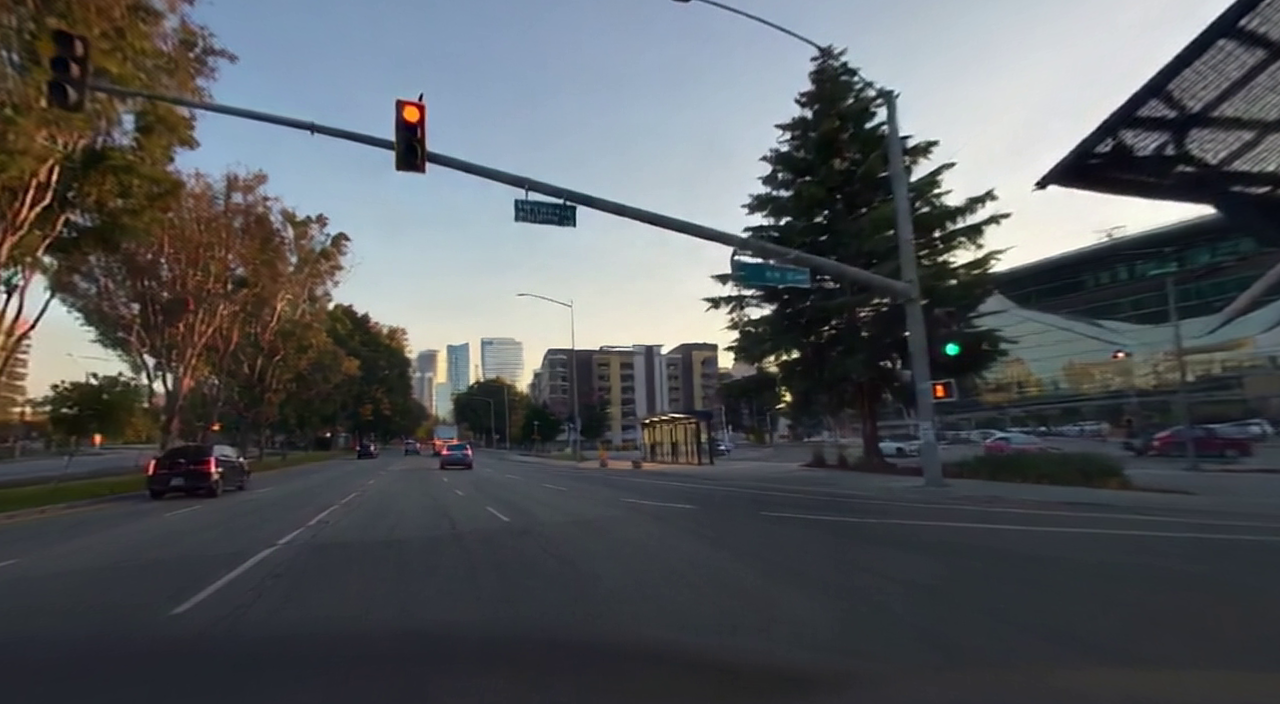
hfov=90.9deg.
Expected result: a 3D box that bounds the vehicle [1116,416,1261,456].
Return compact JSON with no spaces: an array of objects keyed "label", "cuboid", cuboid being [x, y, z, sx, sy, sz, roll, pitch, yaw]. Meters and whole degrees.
[{"label":"vehicle","cuboid":[26.474,4.134,30.686,1.860,1.629,4.805,-2,-8,-24]}]

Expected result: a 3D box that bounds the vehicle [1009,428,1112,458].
[{"label":"vehicle","cuboid":[24.030,5.233,36.239,1.796,1.445,4.535,-2,-7,-22]}]

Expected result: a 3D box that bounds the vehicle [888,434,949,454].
[{"label":"vehicle","cuboid":[21.390,7.030,48.544,1.741,1.458,4.013,4,-9,-25]}]

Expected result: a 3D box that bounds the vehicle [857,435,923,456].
[{"label":"vehicle","cuboid":[18.745,7.010,47.497,1.896,1.459,4.611,3,-9,-22]}]

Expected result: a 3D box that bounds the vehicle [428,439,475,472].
[{"label":"vehicle","cuboid":[-11.310,6.132,37.705,2.345,1.803,4.261,3,-9,-20]}]

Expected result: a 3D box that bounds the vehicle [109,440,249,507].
[{"label":"vehicle","cuboid":[-13.904,3.607,19.410,2.097,1.782,4.682,3,-9,-19]}]
